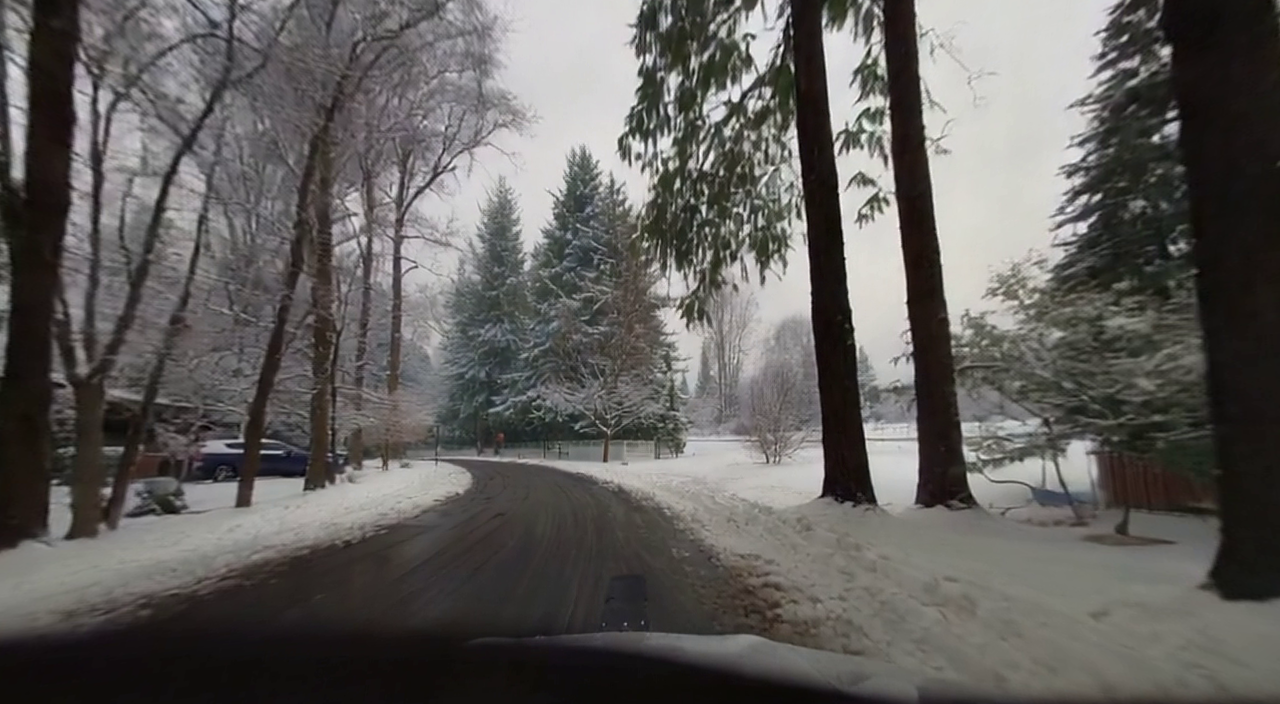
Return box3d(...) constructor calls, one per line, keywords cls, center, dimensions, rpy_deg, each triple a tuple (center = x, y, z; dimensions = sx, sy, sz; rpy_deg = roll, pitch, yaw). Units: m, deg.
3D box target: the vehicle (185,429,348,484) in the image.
box3d(cls="vehicle", center=(-13.625, 3.808, 23.412), dimensions=(4.961, 1.757, 1.971), rpy_deg=(2, -9, -24))
